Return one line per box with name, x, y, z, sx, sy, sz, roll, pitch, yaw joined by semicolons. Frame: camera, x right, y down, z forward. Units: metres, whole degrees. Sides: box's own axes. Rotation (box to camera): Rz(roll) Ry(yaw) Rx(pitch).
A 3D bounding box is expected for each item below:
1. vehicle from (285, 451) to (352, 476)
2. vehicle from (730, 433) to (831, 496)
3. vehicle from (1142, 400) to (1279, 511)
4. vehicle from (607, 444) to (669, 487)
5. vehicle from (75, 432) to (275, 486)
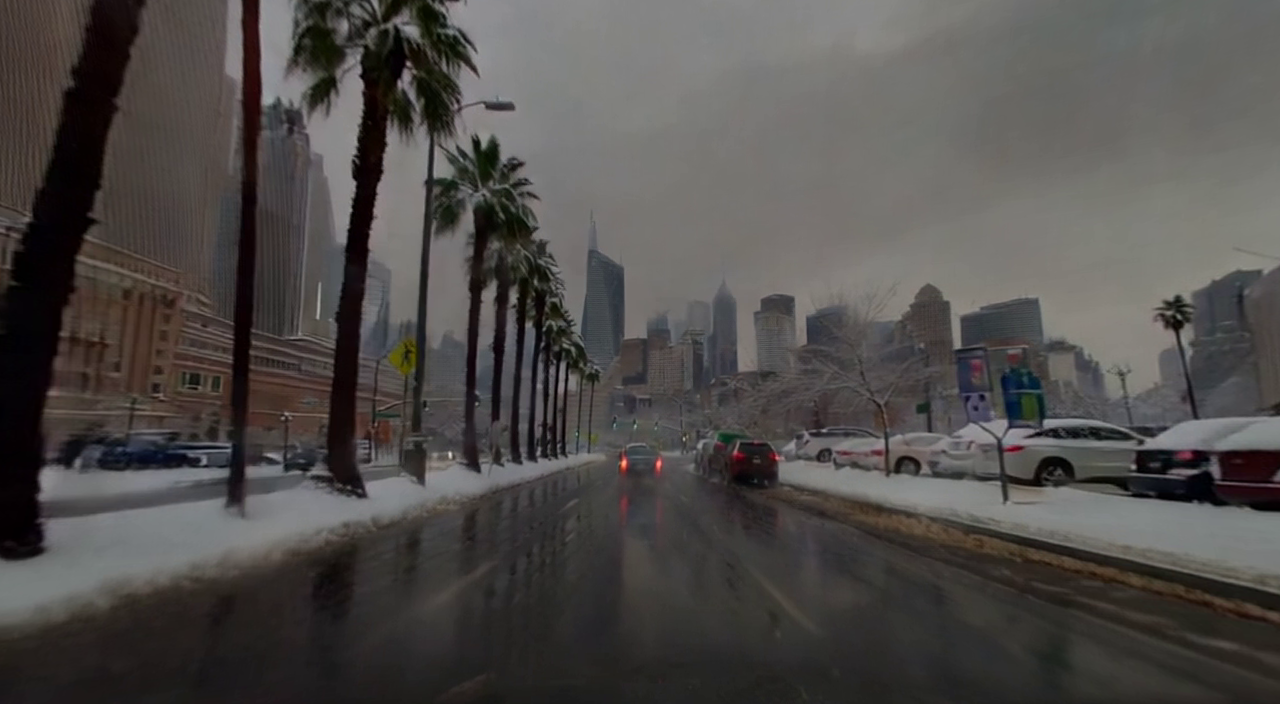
vehicle;-23.320;8.101;45.892;2.075;1.645;5.270;0;-9;1
vehicle;4.370;3.590;20.421;2.136;1.774;4.778;0;-9;0
vehicle;12.759;1.958;12.017;4.373;1.859;2.362;1;-9;-4
vehicle;-0.075;4.388;24.576;2.235;1.528;3.876;0;-9;0
vehicle;-30.659;7.168;42.904;3.081;3.048;13.223;0;-9;3
